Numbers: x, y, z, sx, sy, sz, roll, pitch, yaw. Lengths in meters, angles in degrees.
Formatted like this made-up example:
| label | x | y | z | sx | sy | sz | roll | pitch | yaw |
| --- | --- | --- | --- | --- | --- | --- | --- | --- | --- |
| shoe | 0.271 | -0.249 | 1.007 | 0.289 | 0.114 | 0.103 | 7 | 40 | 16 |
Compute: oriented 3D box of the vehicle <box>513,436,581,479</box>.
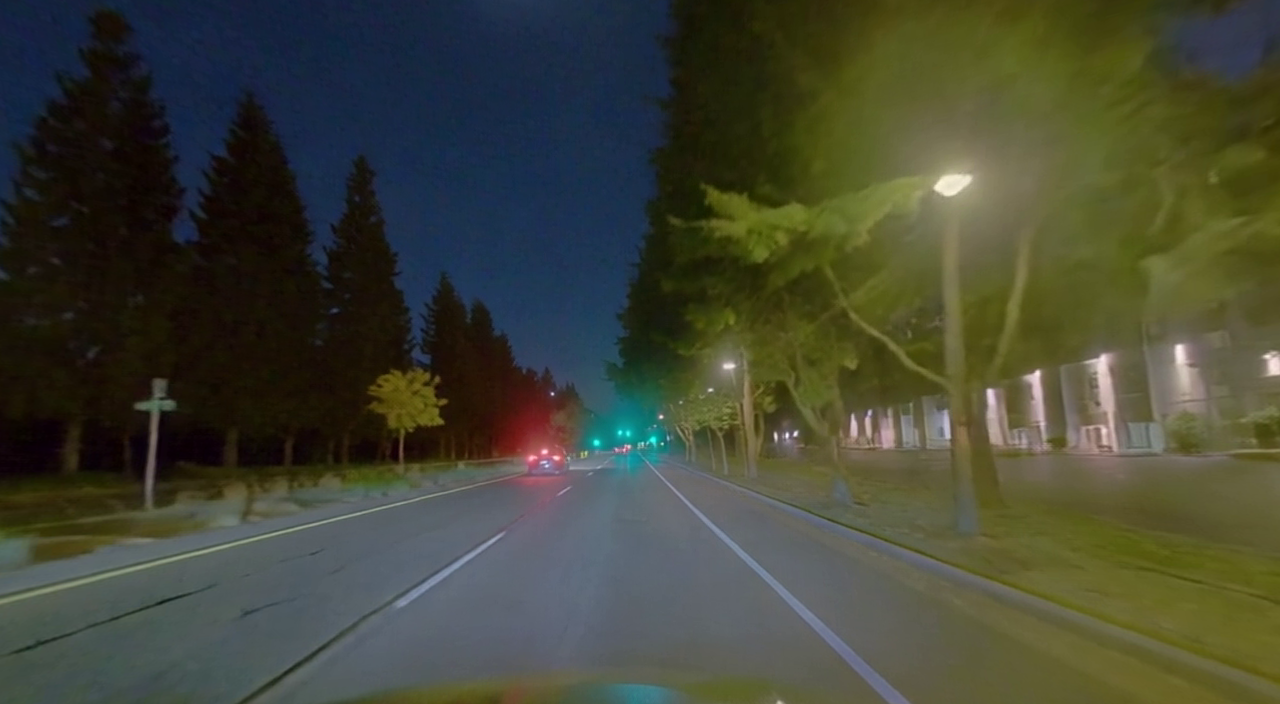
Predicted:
| label | x | y | z | sx | sy | sz | roll | pitch | yaw |
| --- | --- | --- | --- | --- | --- | --- | --- | --- | --- |
| vehicle | -3.904 | 4.536 | 27.398 | 2.202 | 1.685 | 4.772 | 0 | -9 | 0 |
